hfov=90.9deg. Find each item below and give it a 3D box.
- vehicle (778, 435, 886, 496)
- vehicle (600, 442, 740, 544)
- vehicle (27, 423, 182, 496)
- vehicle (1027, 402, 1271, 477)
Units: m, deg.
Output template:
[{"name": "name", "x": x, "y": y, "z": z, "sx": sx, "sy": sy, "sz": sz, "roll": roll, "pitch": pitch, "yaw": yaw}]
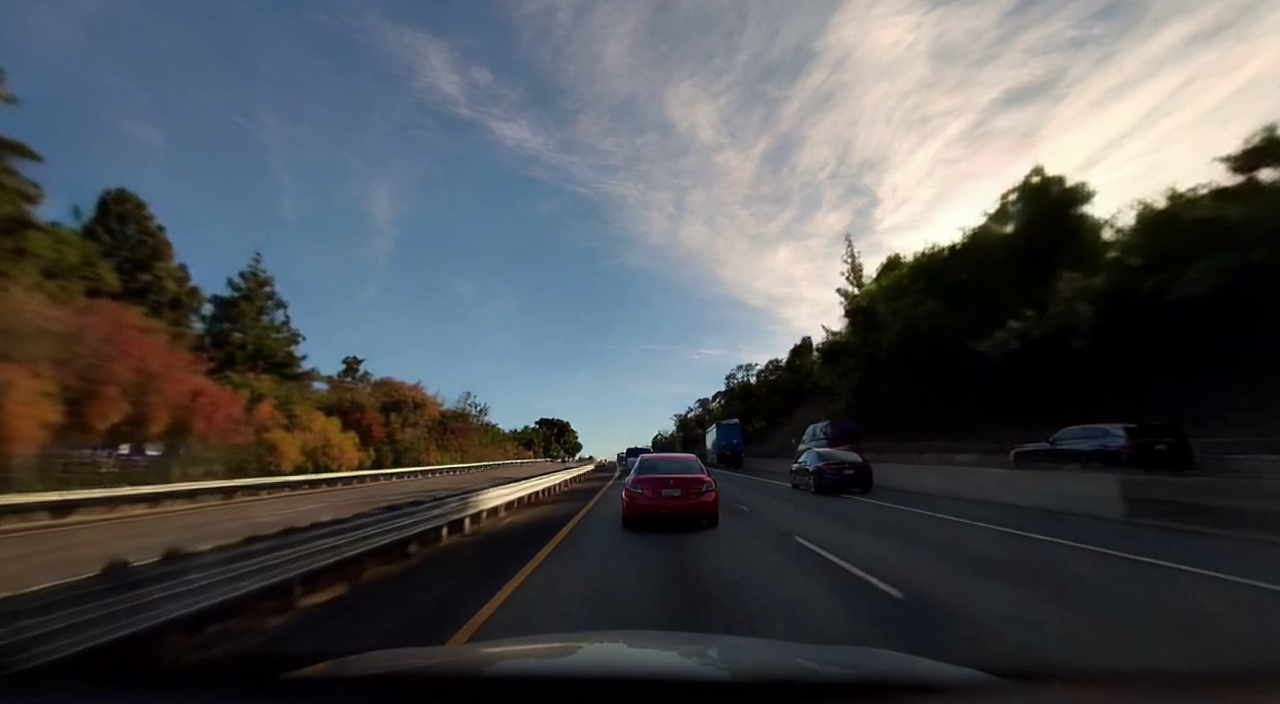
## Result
[{"name": "vehicle", "x": 6.356, "y": 3.818, "z": 21.547, "sx": 2.177, "sy": 1.827, "sz": 4.565, "roll": 0, "pitch": -9, "yaw": -1}, {"name": "vehicle", "x": 0.422, "y": 2.401, "z": 11.316, "sx": 2.076, "sy": 1.485, "sz": 3.774, "roll": 0, "pitch": -9, "yaw": -1}, {"name": "vehicle", "x": -33.501, "y": 6.717, "z": 40.012, "sx": 2.902, "sy": 3.981, "sz": 7.819, "roll": -3, "pitch": -8, "yaw": 0}, {"name": "vehicle", "x": 31.566, "y": 5.771, "z": 40.758, "sx": 2.822, "sy": 3.996, "sz": 14.073, "roll": 1, "pitch": -9, "yaw": -7}]
